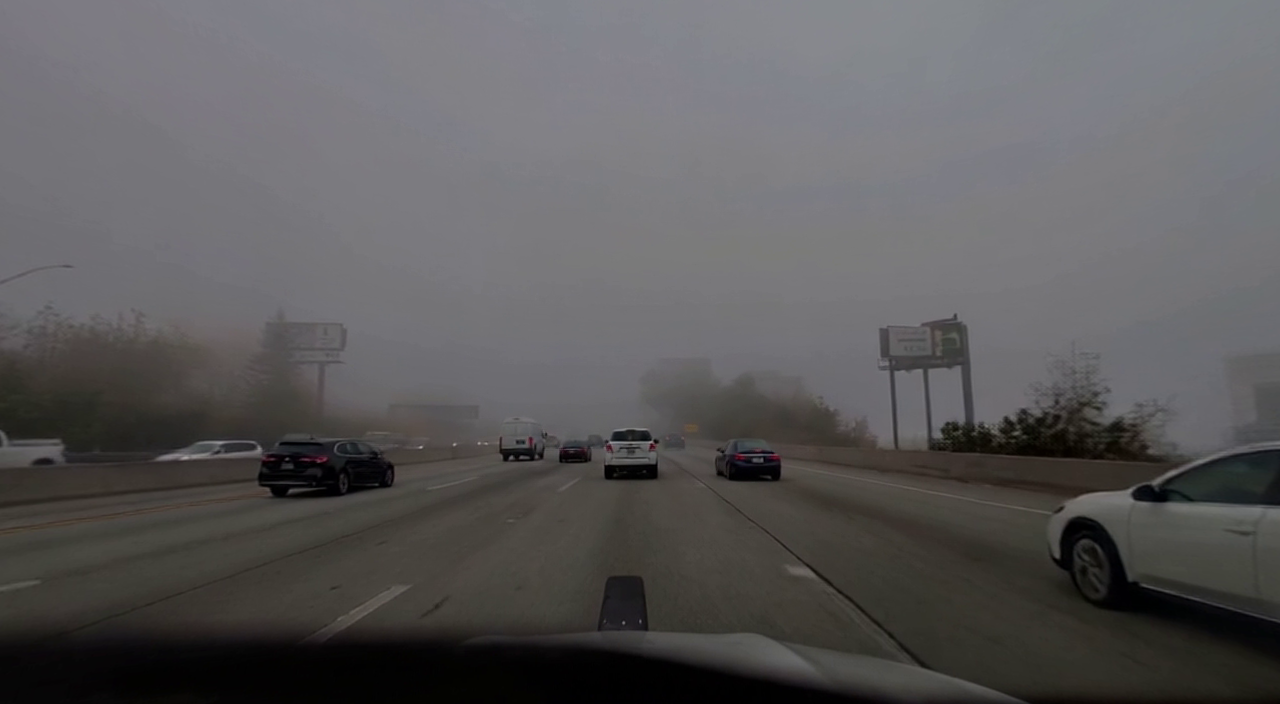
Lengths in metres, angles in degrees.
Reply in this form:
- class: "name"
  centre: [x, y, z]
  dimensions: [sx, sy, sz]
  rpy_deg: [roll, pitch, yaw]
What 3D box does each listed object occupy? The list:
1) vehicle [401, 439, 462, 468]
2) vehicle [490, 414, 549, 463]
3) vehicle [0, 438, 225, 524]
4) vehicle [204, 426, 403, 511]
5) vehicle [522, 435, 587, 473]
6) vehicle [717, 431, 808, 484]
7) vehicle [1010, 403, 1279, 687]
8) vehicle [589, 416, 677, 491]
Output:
- class: "vehicle"
  centre: [-11.286, 5.515, 34.436]
  dimensions: [1.923, 1.480, 3.905]
  rpy_deg: [0, -8, 1]
- class: "vehicle"
  centre: [-7.509, 5.514, 40.119]
  dimensions: [2.358, 2.817, 7.055]
  rpy_deg: [0, -8, 0]
- class: "vehicle"
  centre: [-11.113, 2.506, 12.996]
  dimensions: [1.970, 1.441, 4.555]
  rpy_deg: [0, -8, 1]
- class: "vehicle"
  centre: [-7.337, 2.562, 14.432]
  dimensions: [2.021, 1.632, 4.417]
  rpy_deg: [0, -8, 1]
- class: "vehicle"
  centre: [-3.610, 4.412, 27.536]
  dimensions: [2.079, 1.499, 4.512]
  rpy_deg: [0, -8, 2]
- class: "vehicle"
  centre: [3.763, 3.316, 20.234]
  dimensions: [1.942, 1.487, 4.518]
  rpy_deg: [0, -8, -1]
- class: "vehicle"
  centre: [4.328, 1.020, 3.337]
  dimensions: [1.915, 1.482, 4.537]
  rpy_deg: [0, -8, -1]
- class: "vehicle"
  centre: [-0.167, 2.868, 18.172]
  dimensions: [2.209, 1.863, 4.626]
  rpy_deg: [0, -8, 0]
